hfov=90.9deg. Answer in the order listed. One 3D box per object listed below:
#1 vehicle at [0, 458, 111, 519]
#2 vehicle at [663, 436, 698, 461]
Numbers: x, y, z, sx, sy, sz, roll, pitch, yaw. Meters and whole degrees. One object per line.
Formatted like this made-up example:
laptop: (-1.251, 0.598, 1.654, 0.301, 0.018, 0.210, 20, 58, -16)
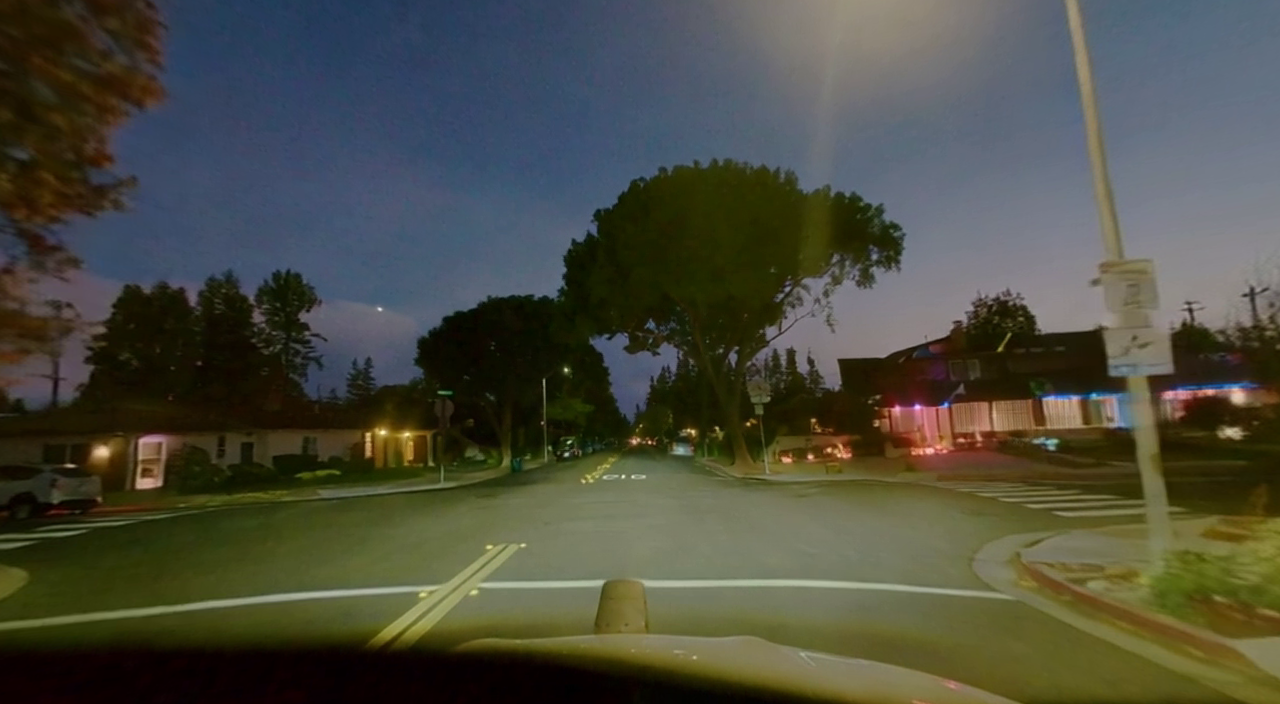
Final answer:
vehicle: (-18.880, 4.028, 18.773, 4.334, 1.632, 1.996, 0, -8, -1)
vehicle: (2.873, 7.000, 45.767, 2.220, 1.753, 3.862, 0, -8, -1)
